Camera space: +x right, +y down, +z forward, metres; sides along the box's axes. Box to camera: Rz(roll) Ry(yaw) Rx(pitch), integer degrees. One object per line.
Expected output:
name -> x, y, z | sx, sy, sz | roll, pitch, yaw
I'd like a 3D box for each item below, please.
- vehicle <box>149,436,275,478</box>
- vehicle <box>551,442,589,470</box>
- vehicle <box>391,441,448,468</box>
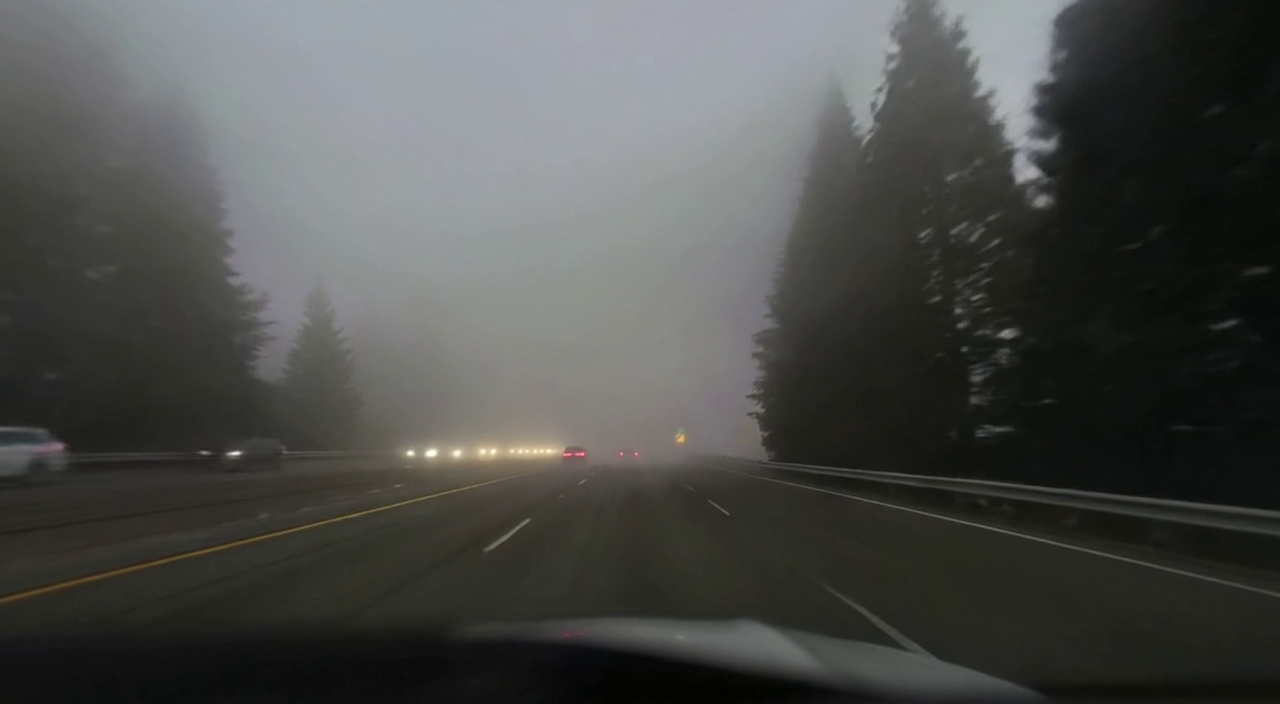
vehicle -> -17.050, 4.225, 25.328 | 1.843, 1.510, 4.698 | 0, -9, -1
vehicle -> -4.497, 6.754, 40.876 | 2.098, 1.692, 4.038 | 0, -9, -1
vehicle -> -12.946, 6.024, 37.024 | 1.831, 1.460, 4.414 | 0, -9, -1
